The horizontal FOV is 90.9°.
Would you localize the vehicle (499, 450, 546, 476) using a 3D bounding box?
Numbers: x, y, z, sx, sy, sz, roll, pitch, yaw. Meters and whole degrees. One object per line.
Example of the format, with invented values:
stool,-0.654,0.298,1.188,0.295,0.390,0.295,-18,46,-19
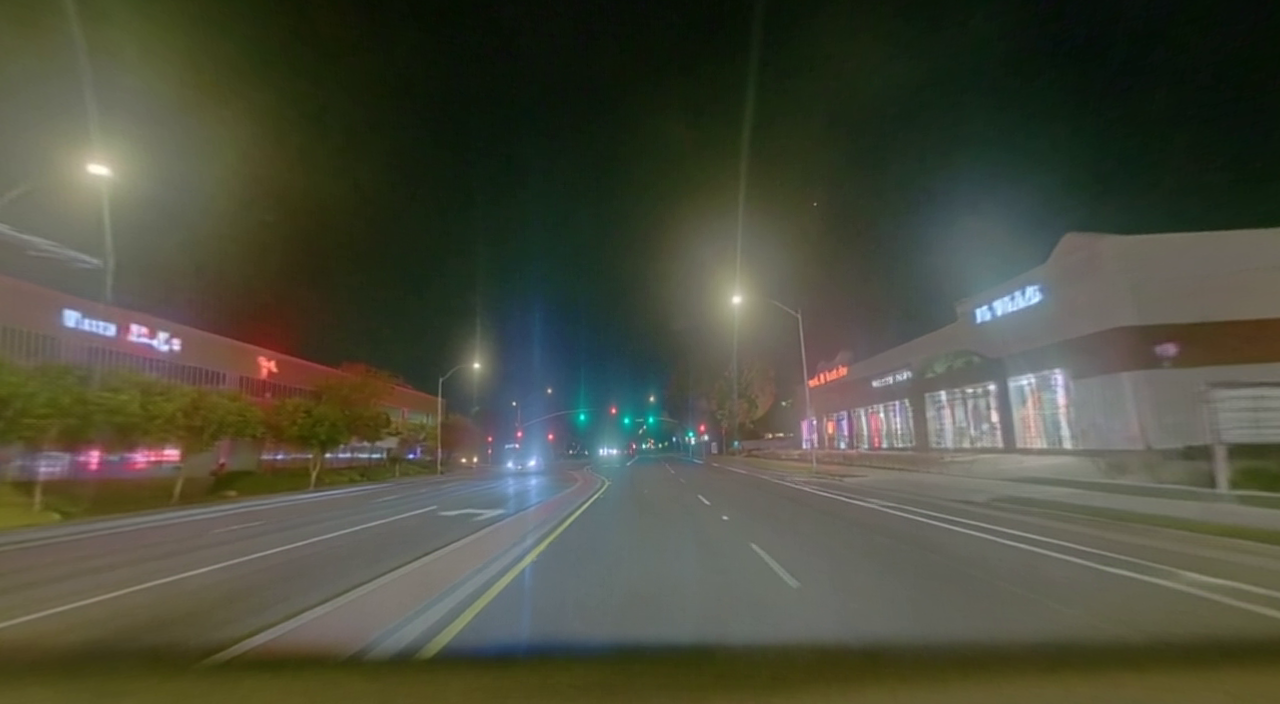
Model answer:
vehicle,-7.098,6.743,38.473,1.954,1.451,4.536,0,-8,1
